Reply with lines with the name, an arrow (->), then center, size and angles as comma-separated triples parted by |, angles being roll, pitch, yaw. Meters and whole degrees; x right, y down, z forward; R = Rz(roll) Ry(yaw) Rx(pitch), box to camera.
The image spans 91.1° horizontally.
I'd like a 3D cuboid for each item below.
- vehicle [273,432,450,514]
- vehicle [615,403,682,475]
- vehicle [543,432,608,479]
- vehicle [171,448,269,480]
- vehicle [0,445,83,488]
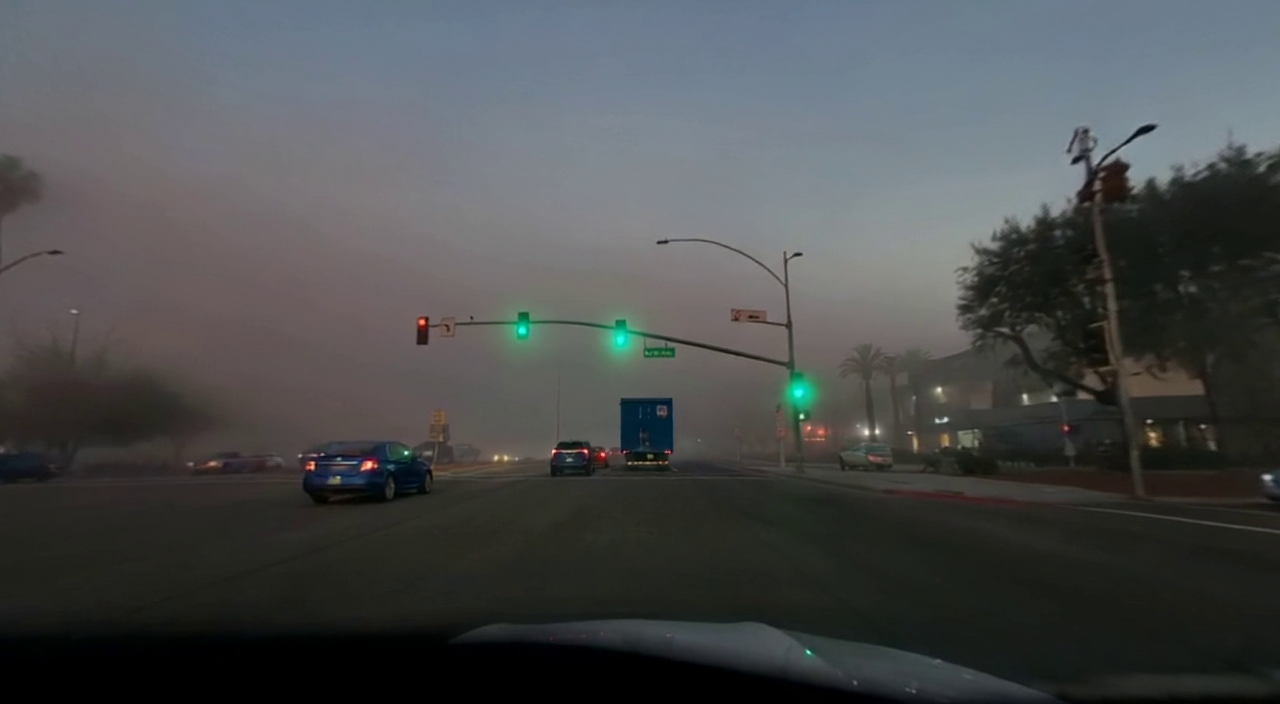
vehicle -> -6.354, 2.797, 15.076 | 2.045, 1.630, 4.680 | 0, -9, 1
vehicle -> 0.425, 4.414, 31.712 | 2.993, 3.235, 6.692 | 0, -9, 1
vehicle -> -2.701, 4.499, 27.520 | 2.178, 1.826, 4.933 | 0, -9, 2
vehicle -> -21.332, 5.681, 32.119 | 1.876, 1.479, 4.443 | 0, -9, 1
vehicle -> -27.913, 5.022, 27.695 | 2.006, 1.791, 4.944 | 0, -9, 1
